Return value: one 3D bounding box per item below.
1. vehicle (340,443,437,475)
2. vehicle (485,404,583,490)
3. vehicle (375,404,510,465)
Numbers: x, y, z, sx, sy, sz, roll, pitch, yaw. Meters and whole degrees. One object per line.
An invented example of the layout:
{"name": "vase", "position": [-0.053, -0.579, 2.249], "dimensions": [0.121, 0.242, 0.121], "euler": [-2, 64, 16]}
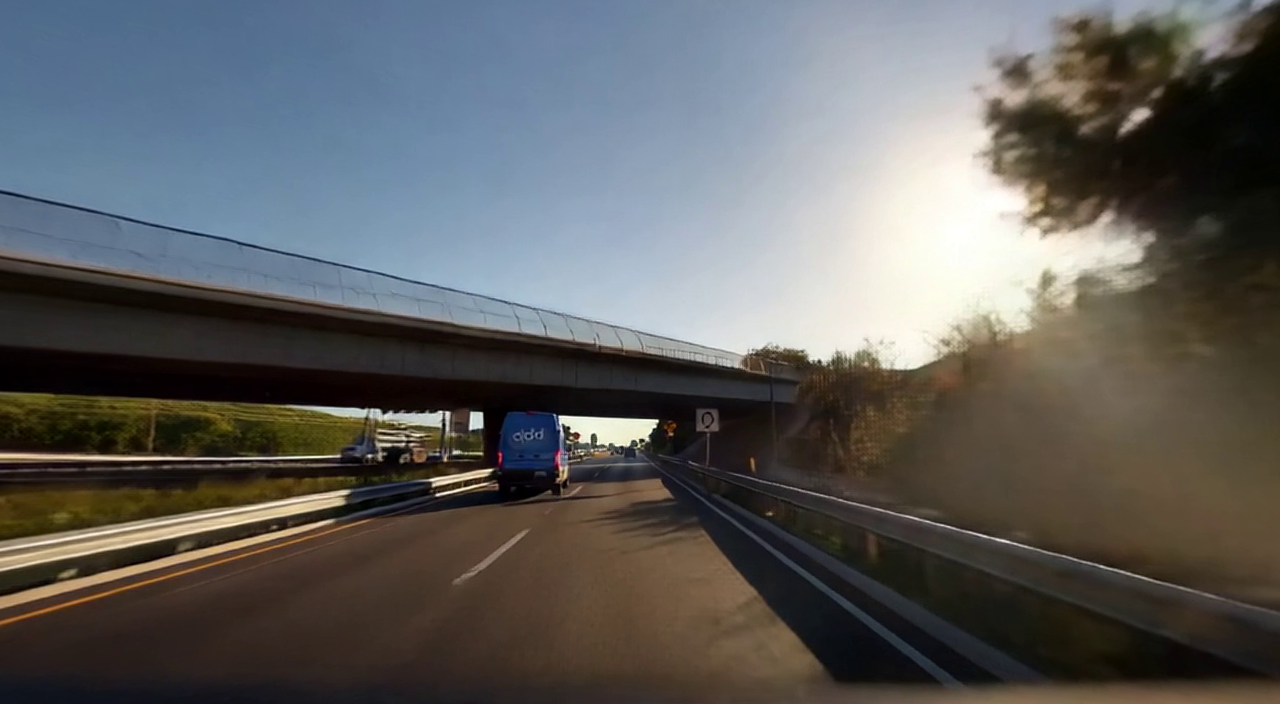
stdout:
{"name": "vehicle", "position": [-12.901, 5.504, 32.460], "dimensions": [4.396, 1.557, 1.952], "euler": [2, -9, -14]}
{"name": "vehicle", "position": [-3.617, 3.507, 23.118], "dimensions": [2.463, 2.640, 7.034], "euler": [0, -9, -1]}
{"name": "vehicle", "position": [-14.379, 6.074, 45.429], "dimensions": [10.047, 3.953, 3.340], "euler": [-6, -10, 31]}
